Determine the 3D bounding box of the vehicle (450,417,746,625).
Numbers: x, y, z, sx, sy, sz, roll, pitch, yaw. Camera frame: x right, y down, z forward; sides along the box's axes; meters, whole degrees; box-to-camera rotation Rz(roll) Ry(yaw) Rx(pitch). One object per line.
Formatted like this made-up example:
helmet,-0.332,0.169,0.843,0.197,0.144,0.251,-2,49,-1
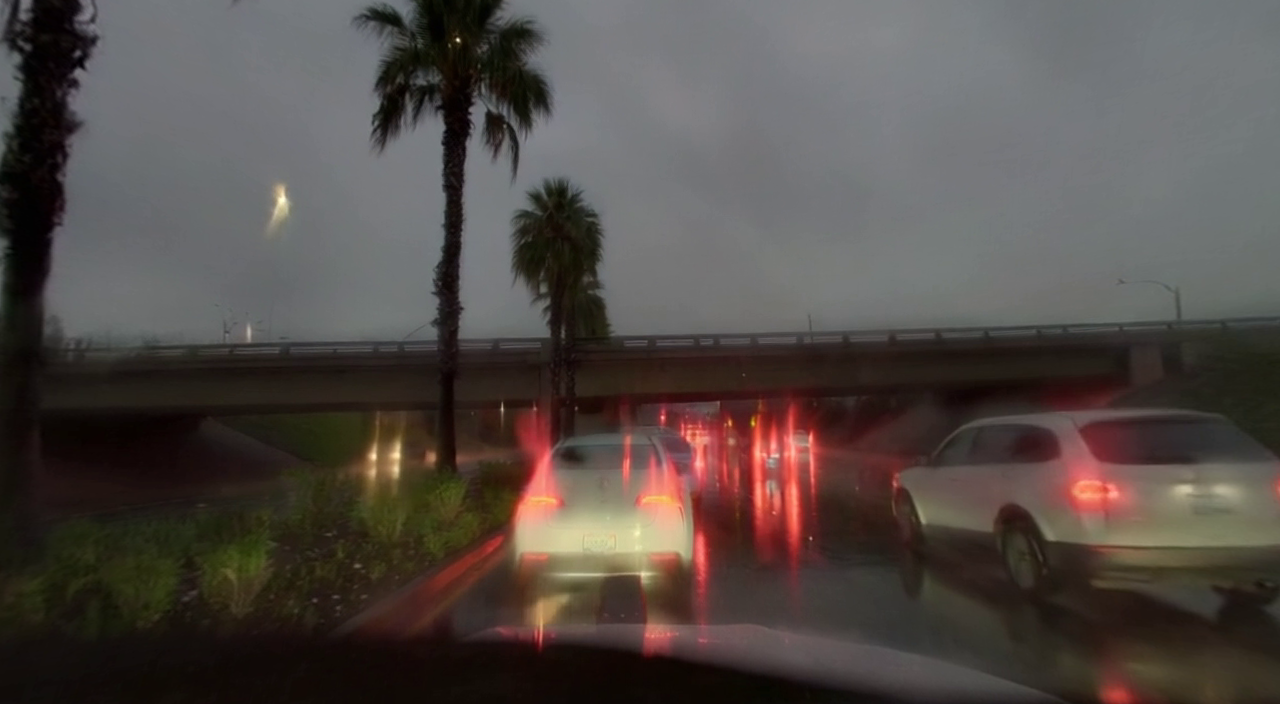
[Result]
vehicle,-0.258,1.544,6.690,2.172,1.506,4.018,0,-9,2

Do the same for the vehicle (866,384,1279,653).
vehicle,4.151,1.350,6.222,2.149,1.609,4.807,0,-9,2

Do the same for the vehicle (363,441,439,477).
vehicle,-11.967,5.367,31.755,2.084,1.704,4.485,0,-8,-1

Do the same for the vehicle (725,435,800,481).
vehicle,4.455,3.923,23.541,2.034,1.517,4.840,0,-9,3
